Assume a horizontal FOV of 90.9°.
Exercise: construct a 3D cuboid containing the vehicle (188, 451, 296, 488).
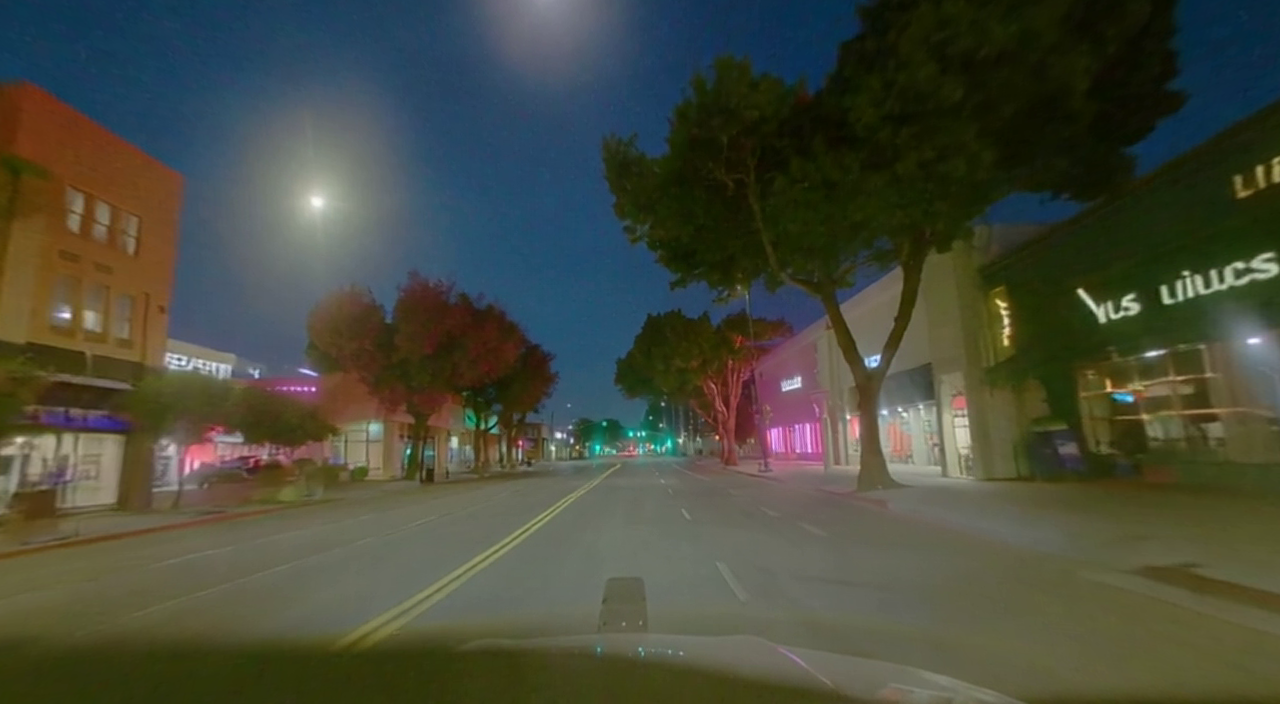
[{"bbox_3d":[-18.157,5.350,29.117,1.837,1.471,4.756,0,-8,1],"label":"vehicle"}]
